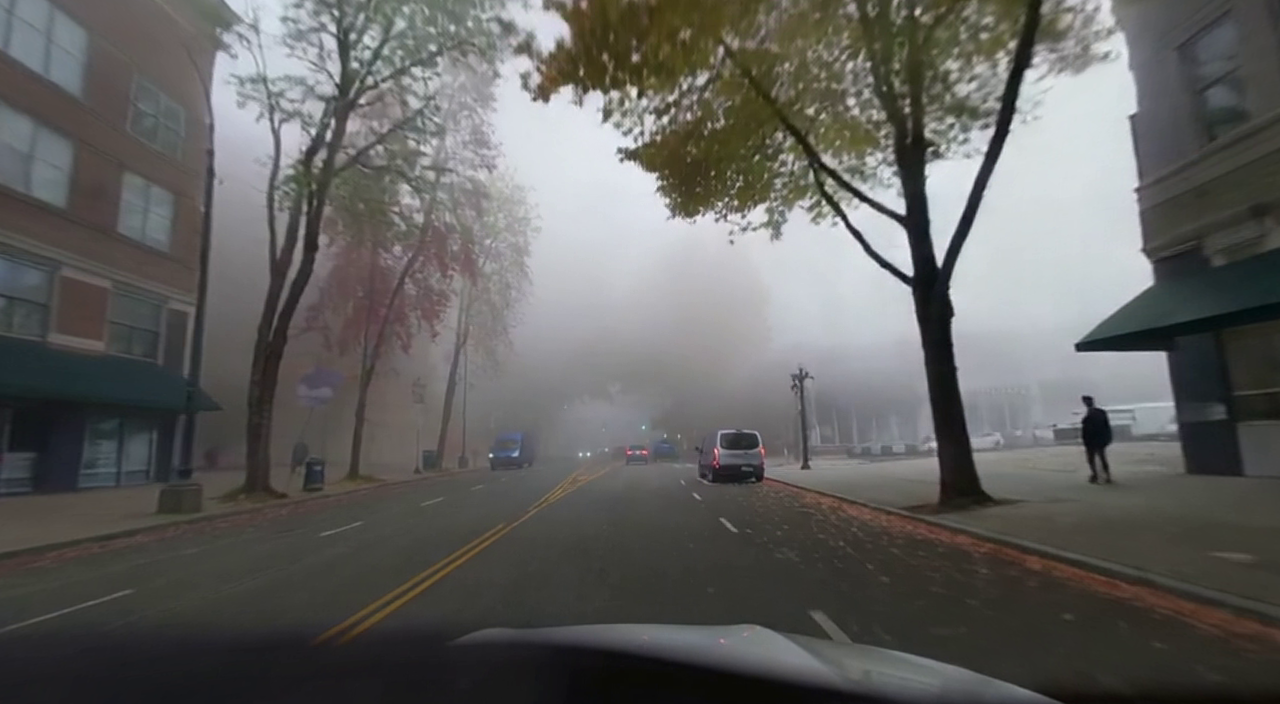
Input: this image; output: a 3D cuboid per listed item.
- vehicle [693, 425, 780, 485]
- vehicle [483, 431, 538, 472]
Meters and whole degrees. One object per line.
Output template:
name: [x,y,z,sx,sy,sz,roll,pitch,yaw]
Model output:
vehicle: [3.470,3.811,23.772,2.357,1.986,5.136,0,-8,-2]
vehicle: [-8.812,6.789,43.377,2.348,2.588,5.860,0,-8,1]
